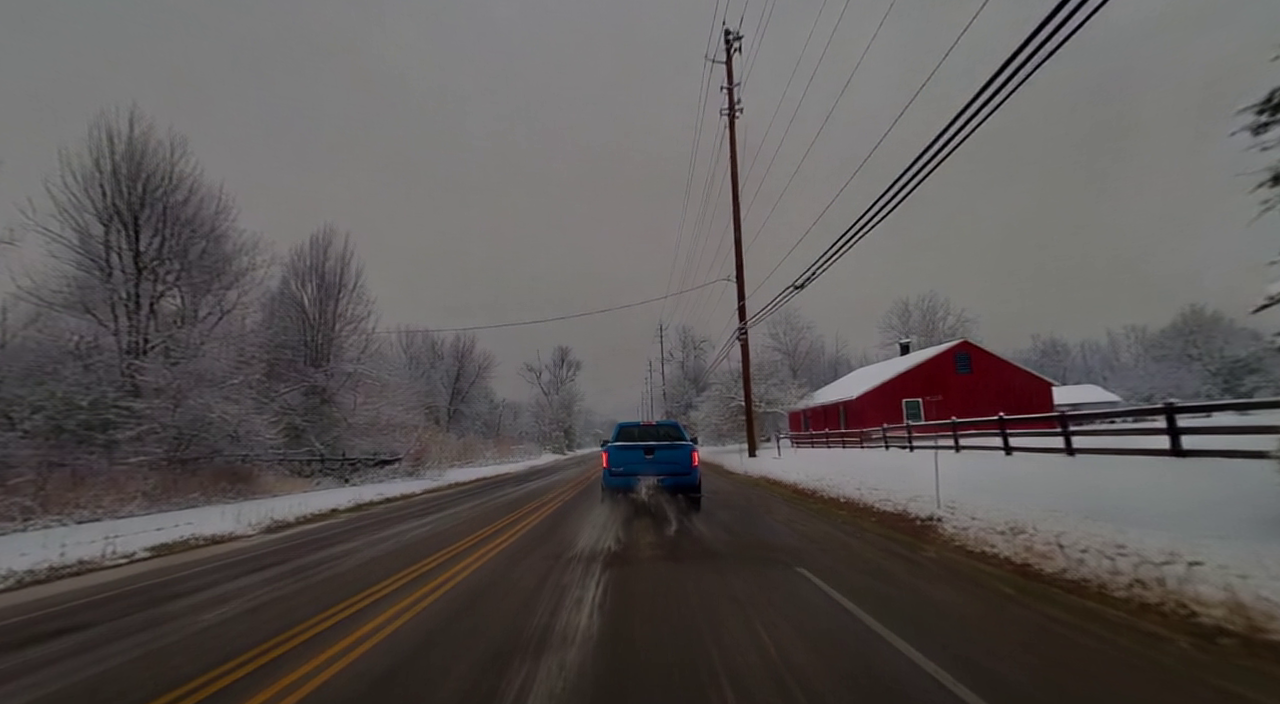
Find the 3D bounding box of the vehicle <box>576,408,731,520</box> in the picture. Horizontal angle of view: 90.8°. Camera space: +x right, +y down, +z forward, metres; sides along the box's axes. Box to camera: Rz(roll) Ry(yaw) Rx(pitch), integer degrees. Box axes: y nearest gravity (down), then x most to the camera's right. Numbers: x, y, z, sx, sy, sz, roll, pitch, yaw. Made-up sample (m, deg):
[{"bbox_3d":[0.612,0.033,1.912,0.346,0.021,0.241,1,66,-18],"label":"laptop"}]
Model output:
[{"bbox_3d":[0.207,2.429,14.296,2.693,1.941,6.356,0,-8,-1],"label":"vehicle"}]
